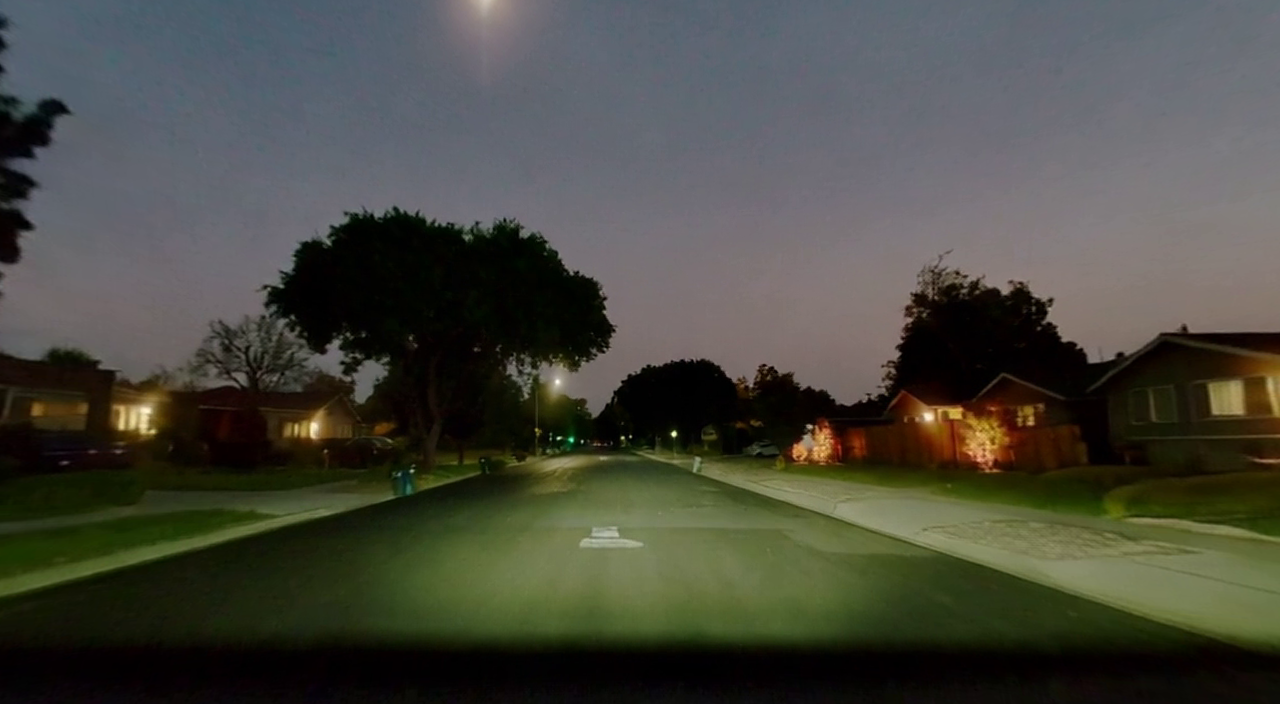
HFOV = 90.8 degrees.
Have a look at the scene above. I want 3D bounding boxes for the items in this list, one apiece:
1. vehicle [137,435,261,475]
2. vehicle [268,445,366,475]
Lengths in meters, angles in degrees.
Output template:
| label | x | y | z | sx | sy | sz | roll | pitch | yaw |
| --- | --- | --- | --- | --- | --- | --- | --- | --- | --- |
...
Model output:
| label | x | y | z | sx | sy | sz | roll | pitch | yaw |
| --- | --- | --- | --- | --- | --- | --- | --- | --- | --- |
| vehicle | -21.228 | 4.977 | 30.593 | 4.359 | 1.789 | 2.123 | 0 | -9 | -3 |
| vehicle | -17.952 | 6.016 | 35.284 | 4.307 | 1.508 | 2.072 | -1 | -9 | -2 |
